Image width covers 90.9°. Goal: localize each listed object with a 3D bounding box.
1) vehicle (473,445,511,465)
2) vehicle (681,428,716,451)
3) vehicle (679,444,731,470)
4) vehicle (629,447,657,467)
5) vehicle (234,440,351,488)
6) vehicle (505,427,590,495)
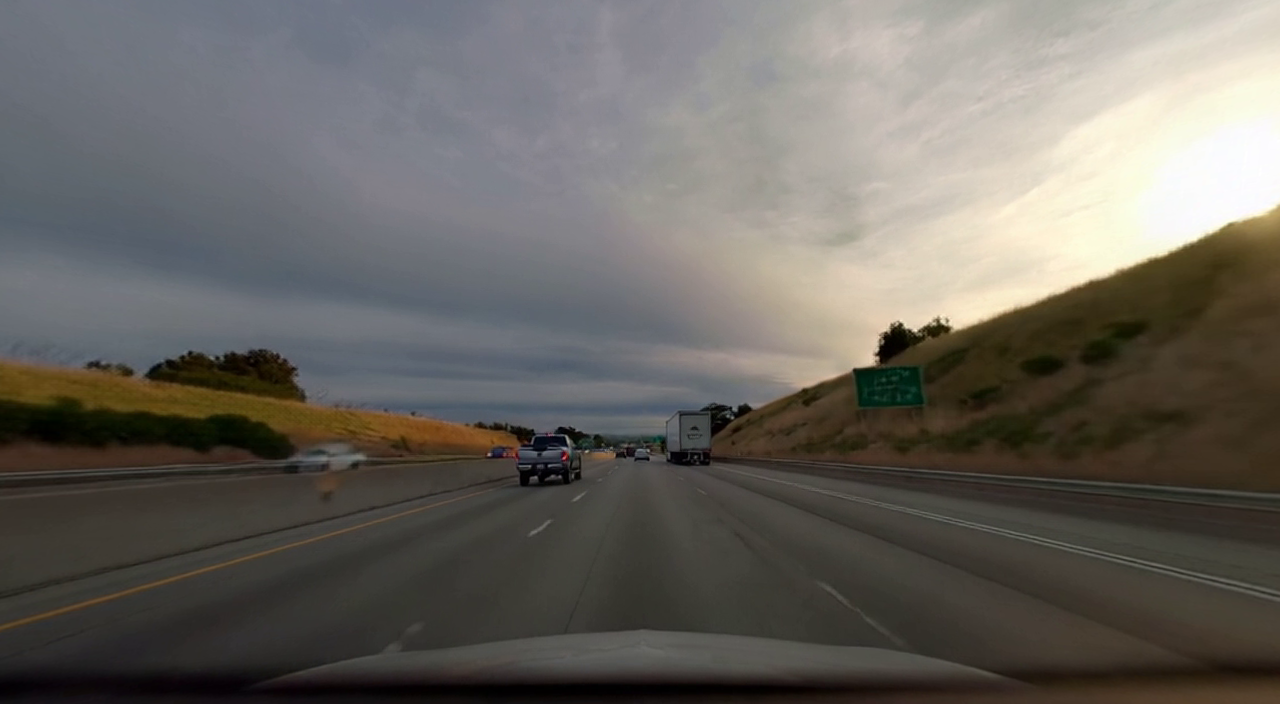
[{"bbox_3d":[-11.231,7.845,48.109,1.939,1.460,4.031,0,-8,-1],"label":"vehicle"},{"bbox_3d":[4.123,6.256,44.796,1.968,1.547,4.215,0,-9,-2],"label":"vehicle"},{"bbox_3d":[4.292,7.204,43.514,2.654,1.574,9.537,-1,-9,0],"label":"vehicle"},{"bbox_3d":[0.231,8.225,49.565,2.086,1.497,3.681,0,-9,0],"label":"vehicle"},{"bbox_3d":[-14.521,4.695,26.747,2.078,1.797,4.966,0,-9,1],"label":"vehicle"},{"bbox_3d":[-2.996,3.651,21.427,2.142,2.044,4.446,0,-9,1],"label":"vehicle"}]
